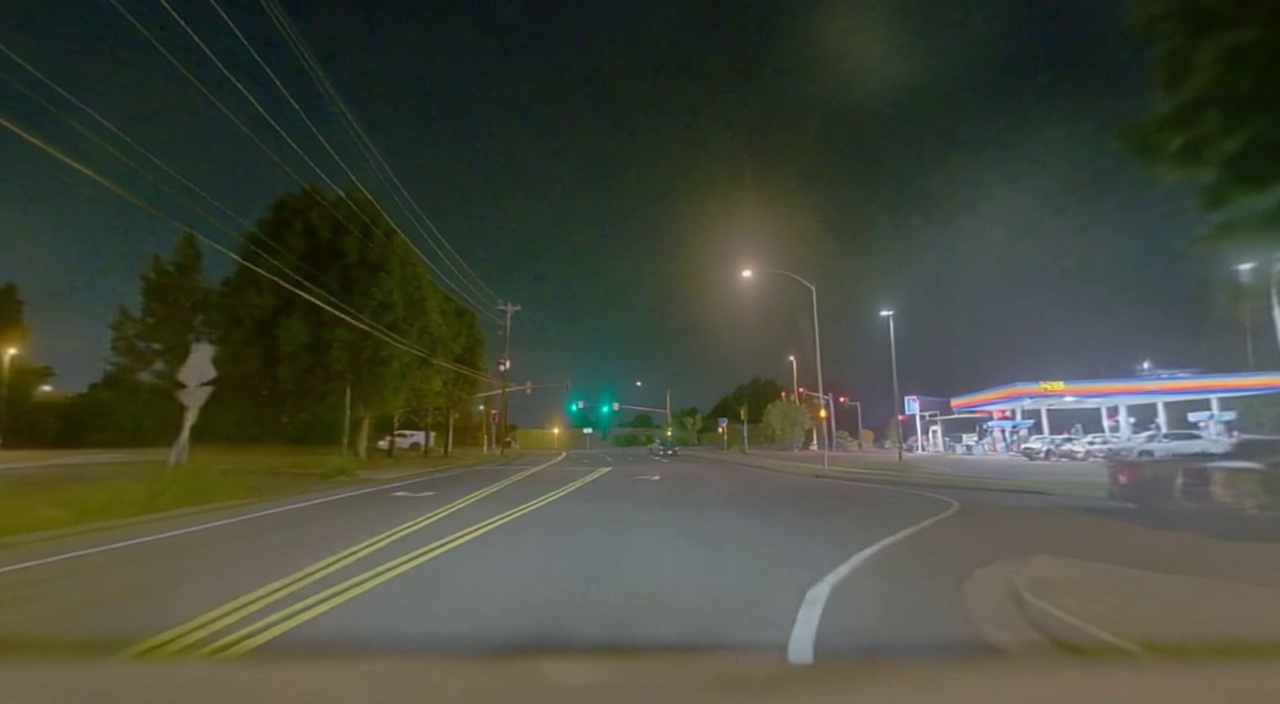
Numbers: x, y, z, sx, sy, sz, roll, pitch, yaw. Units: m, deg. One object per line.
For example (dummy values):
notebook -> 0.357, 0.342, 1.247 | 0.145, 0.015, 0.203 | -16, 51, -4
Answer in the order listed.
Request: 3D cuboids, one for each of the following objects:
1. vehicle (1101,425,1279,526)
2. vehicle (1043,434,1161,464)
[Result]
vehicle -> 11.093, 2.154, 11.140 | 4.311, 1.639, 1.862 | -4, -9, 25
vehicle -> 23.767, 4.994, 32.372 | 4.661, 1.476, 1.943 | 1, -8, -5
